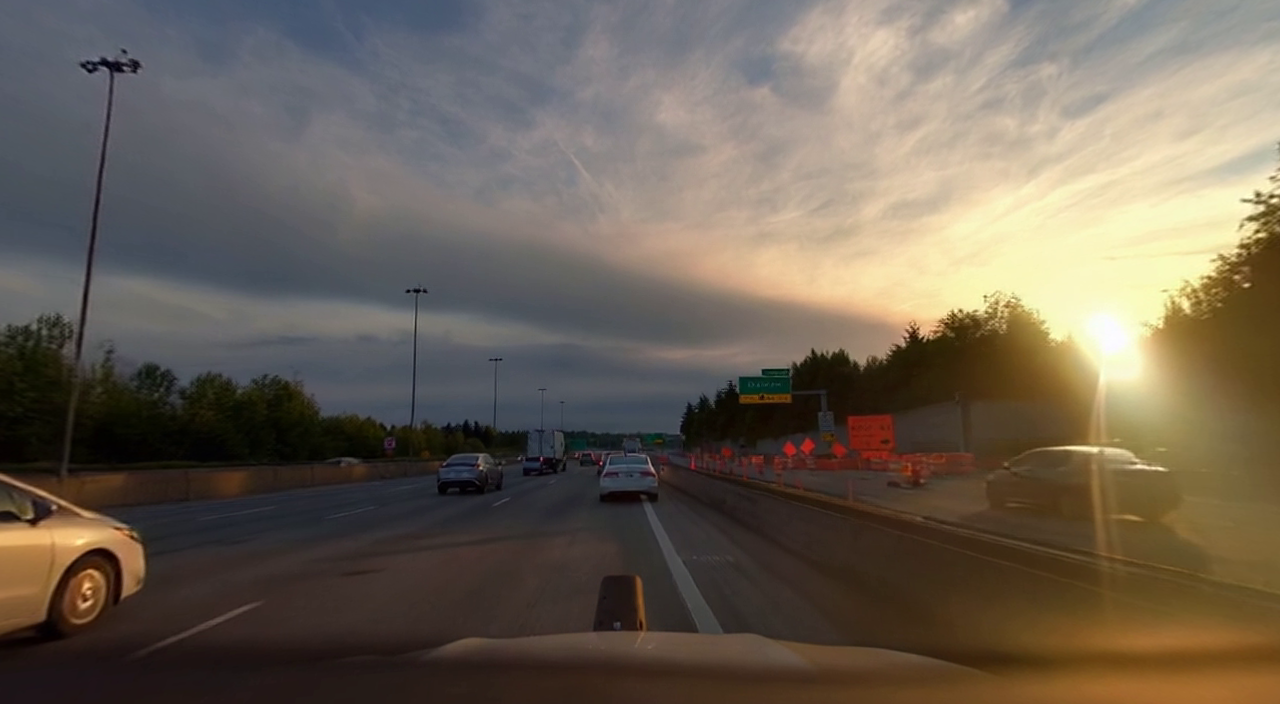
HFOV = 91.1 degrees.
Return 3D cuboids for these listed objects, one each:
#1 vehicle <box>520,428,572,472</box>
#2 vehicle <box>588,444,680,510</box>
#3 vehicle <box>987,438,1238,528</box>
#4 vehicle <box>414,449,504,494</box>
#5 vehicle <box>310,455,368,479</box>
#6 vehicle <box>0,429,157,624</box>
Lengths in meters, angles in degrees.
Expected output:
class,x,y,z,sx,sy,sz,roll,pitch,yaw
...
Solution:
class,x,y,z,sx,sy,sz,roll,pitch,yaw
vehicle,-6.127,6.486,41.771,2.326,2.645,6.249,-1,-9,2
vehicle,-0.193,3.113,16.075,2.080,1.451,3.512,0,-9,-2
vehicle,8.921,2.463,12.363,1.871,1.460,3.754,0,-9,-3
vehicle,-6.292,4.165,22.332,2.063,1.417,4.000,0,-9,-1
vehicle,-19.396,7.398,40.673,1.815,1.416,4.035,0,-9,-2
vehicle,-5.847,1.232,4.077,1.892,1.481,4.573,0,-9,-2
